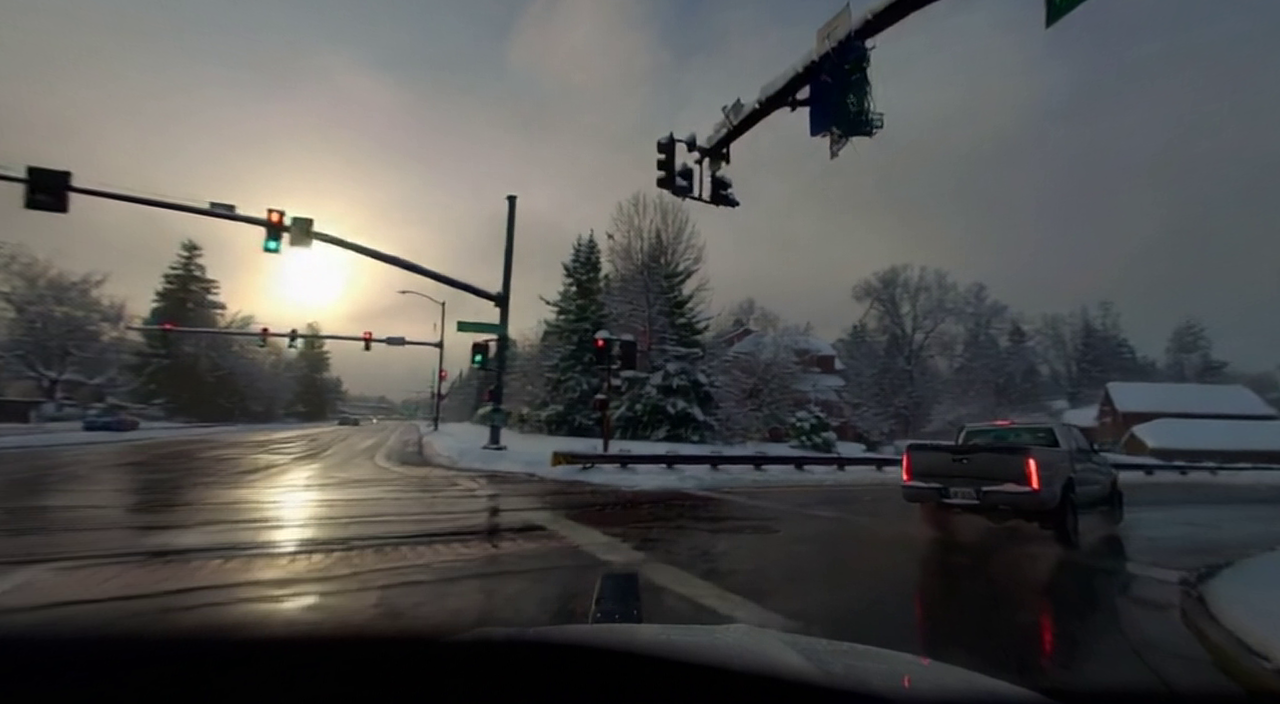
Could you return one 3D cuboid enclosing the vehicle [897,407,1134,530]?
[{"bbox_3d":[7.612,2.190,12.588,5.251,1.926,2.404,7,-10,-41],"label":"vehicle"}]

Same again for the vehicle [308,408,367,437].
[{"bbox_3d":[-16.712,3.994,35.172,2.004,1.482,4.799,2,-8,-14],"label":"vehicle"}]

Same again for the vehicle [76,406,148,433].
[{"bbox_3d":[-30.299,3.943,36.390,1.838,1.434,4.036,3,-8,-20],"label":"vehicle"}]
